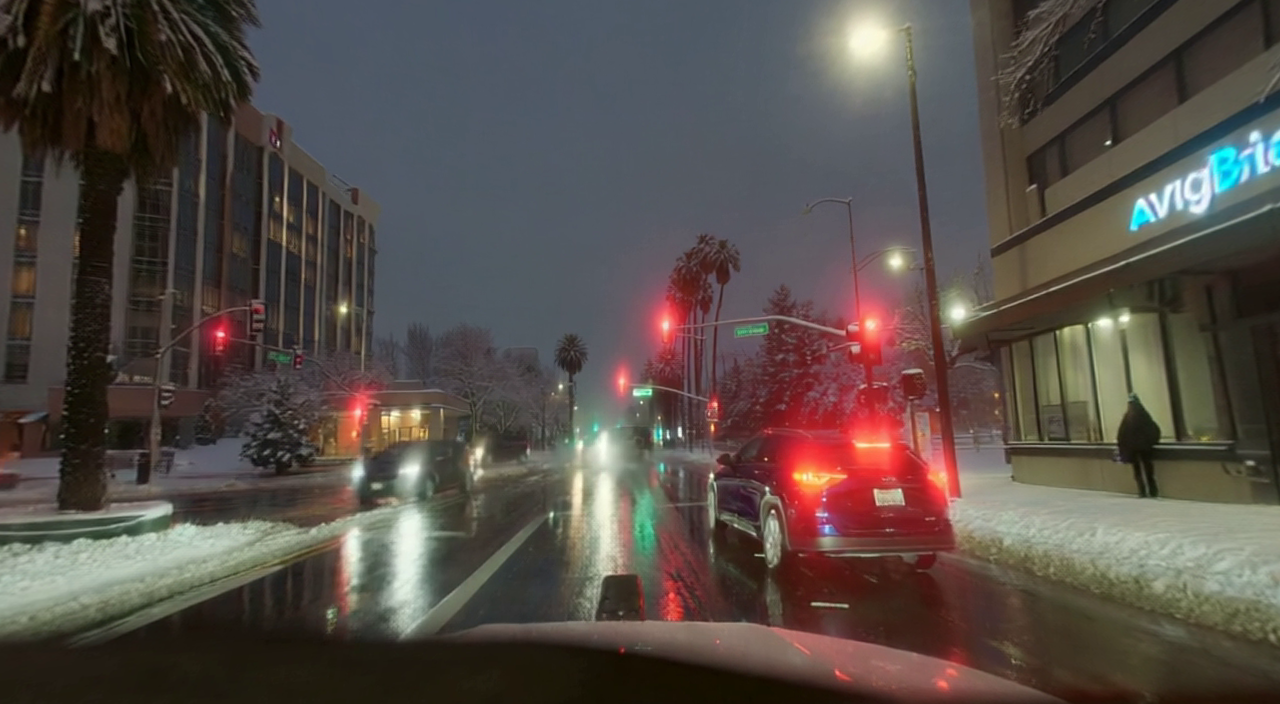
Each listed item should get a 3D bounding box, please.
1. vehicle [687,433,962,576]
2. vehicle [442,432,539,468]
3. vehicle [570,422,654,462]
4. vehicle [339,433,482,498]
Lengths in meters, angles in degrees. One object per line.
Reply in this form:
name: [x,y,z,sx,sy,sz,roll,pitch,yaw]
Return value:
vehicle: [2.144,1.948,9.056,2.090,1.466,4.676,1,-8,-6]
vehicle: [-8.122,5.376,34.852,2.029,1.822,5.090,-6,-10,35]
vehicle: [-1.408,4.943,34.684,2.190,1.964,5.614,-4,-9,26]
vehicle: [-5.879,2.957,16.866,2.052,1.478,4.395,0,-8,2]
